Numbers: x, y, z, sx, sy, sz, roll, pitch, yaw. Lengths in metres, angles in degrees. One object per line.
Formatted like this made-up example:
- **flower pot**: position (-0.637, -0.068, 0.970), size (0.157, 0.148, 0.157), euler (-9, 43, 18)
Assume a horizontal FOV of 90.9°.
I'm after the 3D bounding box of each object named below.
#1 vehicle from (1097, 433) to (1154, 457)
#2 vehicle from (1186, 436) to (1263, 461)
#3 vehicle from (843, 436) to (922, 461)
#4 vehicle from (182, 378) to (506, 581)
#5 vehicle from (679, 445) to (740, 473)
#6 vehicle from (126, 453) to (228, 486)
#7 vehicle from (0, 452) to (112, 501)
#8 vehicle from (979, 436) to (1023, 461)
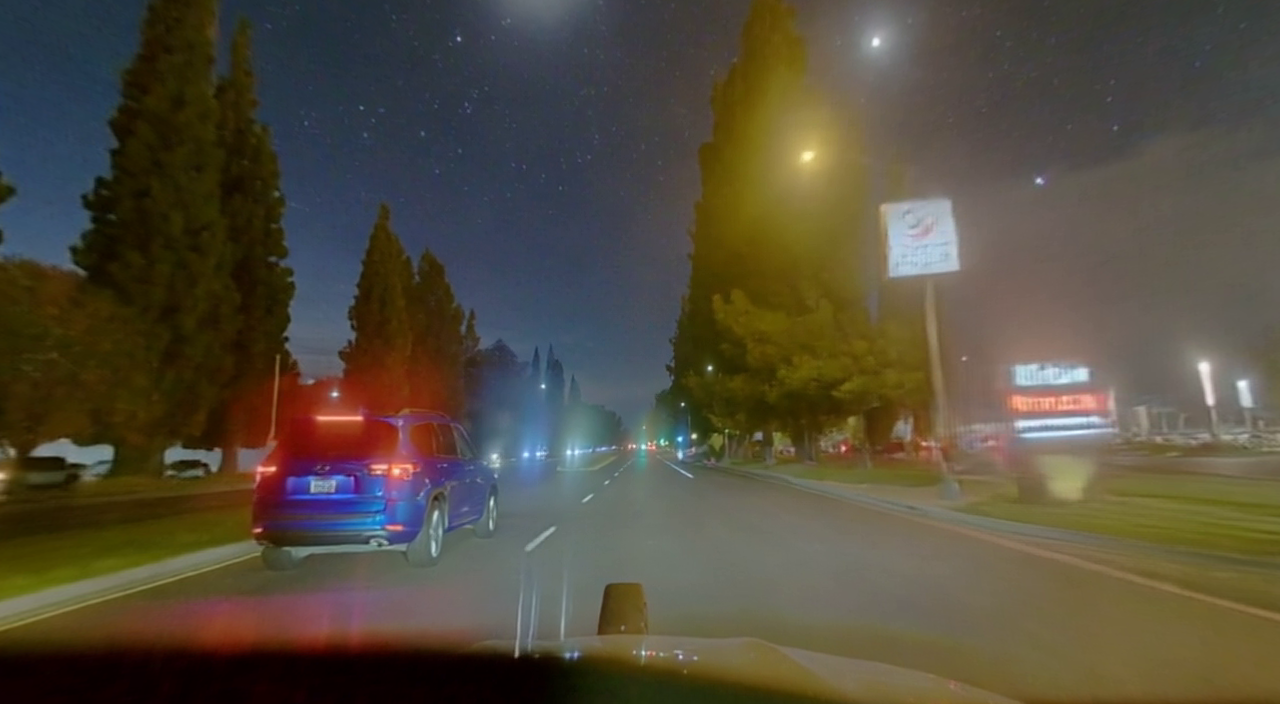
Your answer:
- **vehicle**: position (34.284, 6.621, 44.627), size (1.982, 1.611, 4.314), euler (-4, -9, 21)
- **vehicle**: position (35.885, 5.953, 38.845), size (1.815, 1.419, 4.726), euler (-4, -9, 22)
- **vehicle**: position (16.809, 6.720, 43.775), size (4.705, 1.630, 1.887), euler (-6, -10, 32)
- **vehicle**: position (-3.399, 1.594, 8.539), size (2.152, 1.987, 4.527), euler (0, -9, 0)
- **vehicle**: position (3.983, 6.250, 37.060), size (1.919, 1.472, 4.470), euler (2, -9, -17)
- **vehicle**: position (-25.507, 6.462, 34.941), size (4.238, 1.584, 1.949), euler (4, -9, -28)
- **vehicle**: position (-25.134, 5.058, 25.855), size (4.951, 1.852, 2.185), euler (5, -10, -33)
- **vehicle**: position (27.052, 7.260, 47.408), size (1.993, 1.806, 4.813), euler (-4, -9, 20)
